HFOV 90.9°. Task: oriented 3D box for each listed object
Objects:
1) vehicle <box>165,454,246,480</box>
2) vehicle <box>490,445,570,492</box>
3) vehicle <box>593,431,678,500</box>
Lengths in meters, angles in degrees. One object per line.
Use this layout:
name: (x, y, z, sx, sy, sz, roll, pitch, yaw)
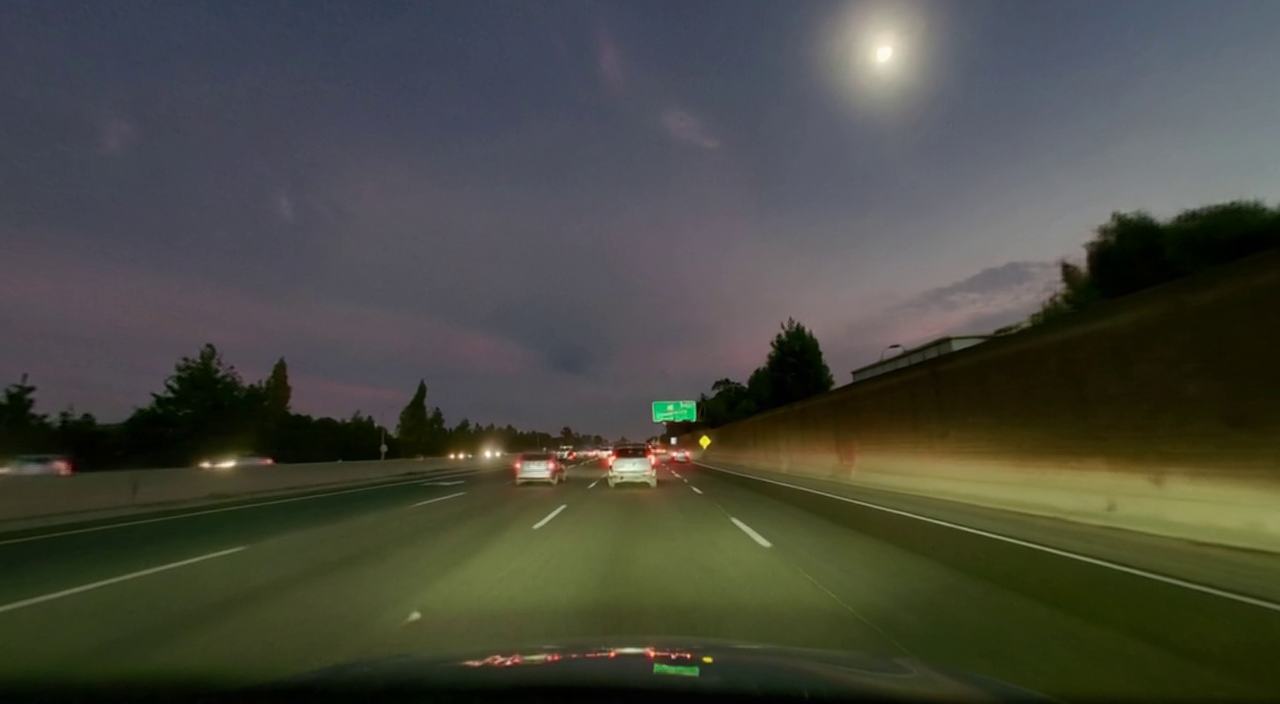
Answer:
vehicle: (-27.750, 7.326, 40.482, 1.876, 1.480, 4.607, 0, -9, 1)
vehicle: (-3.684, 3.982, 21.953, 1.967, 1.442, 4.143, 0, -9, 1)
vehicle: (-0.097, 3.309, 18.781, 2.233, 1.804, 4.273, 0, -9, 0)
